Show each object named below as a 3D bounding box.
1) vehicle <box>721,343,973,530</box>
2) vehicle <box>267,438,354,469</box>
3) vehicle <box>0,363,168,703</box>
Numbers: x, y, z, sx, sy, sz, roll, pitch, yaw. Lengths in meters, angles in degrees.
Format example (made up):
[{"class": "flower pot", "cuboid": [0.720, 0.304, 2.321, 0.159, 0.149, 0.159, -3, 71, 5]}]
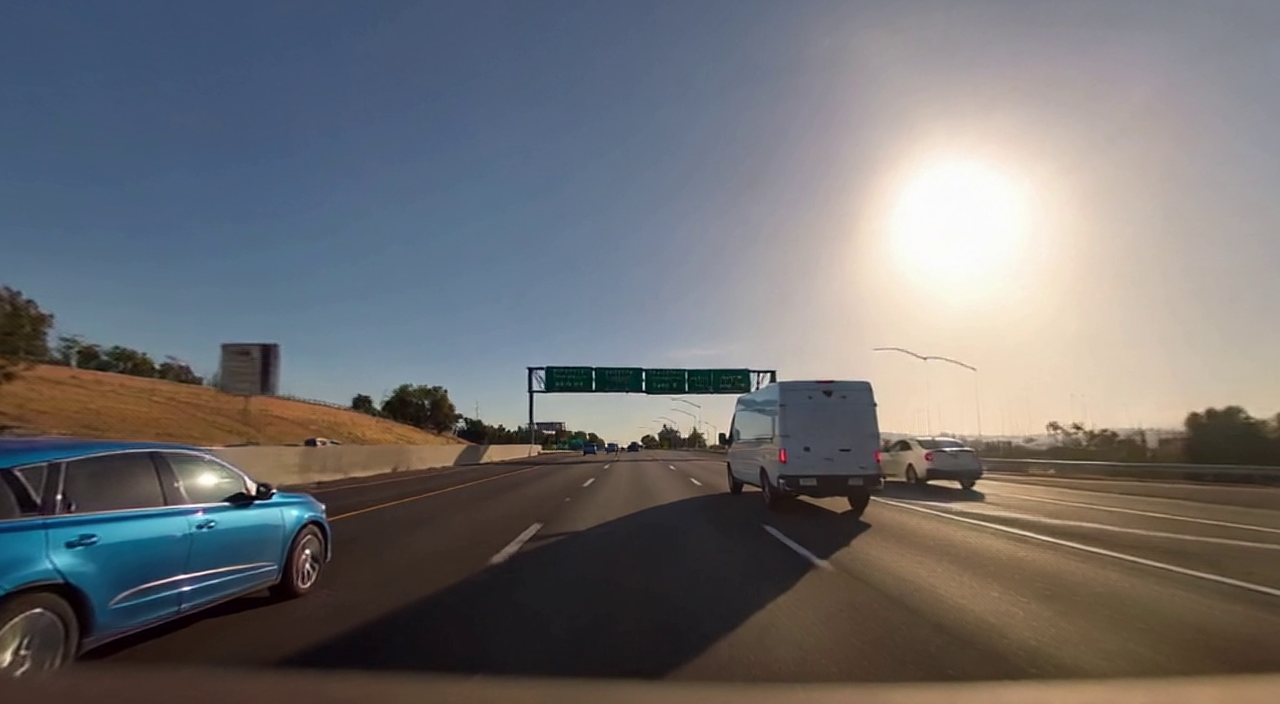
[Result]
[{"class": "vehicle", "cuboid": [3.438, 1.707, 12.620, 2.629, 2.718, 6.740, 0, -8, -1]}, {"class": "vehicle", "cuboid": [-17.947, 5.555, 34.704, 2.044, 1.573, 4.964, 0, -8, 0]}, {"class": "vehicle", "cuboid": [-3.936, 0.715, 1.753, 2.000, 1.646, 4.201, 0, -8, -1]}]
